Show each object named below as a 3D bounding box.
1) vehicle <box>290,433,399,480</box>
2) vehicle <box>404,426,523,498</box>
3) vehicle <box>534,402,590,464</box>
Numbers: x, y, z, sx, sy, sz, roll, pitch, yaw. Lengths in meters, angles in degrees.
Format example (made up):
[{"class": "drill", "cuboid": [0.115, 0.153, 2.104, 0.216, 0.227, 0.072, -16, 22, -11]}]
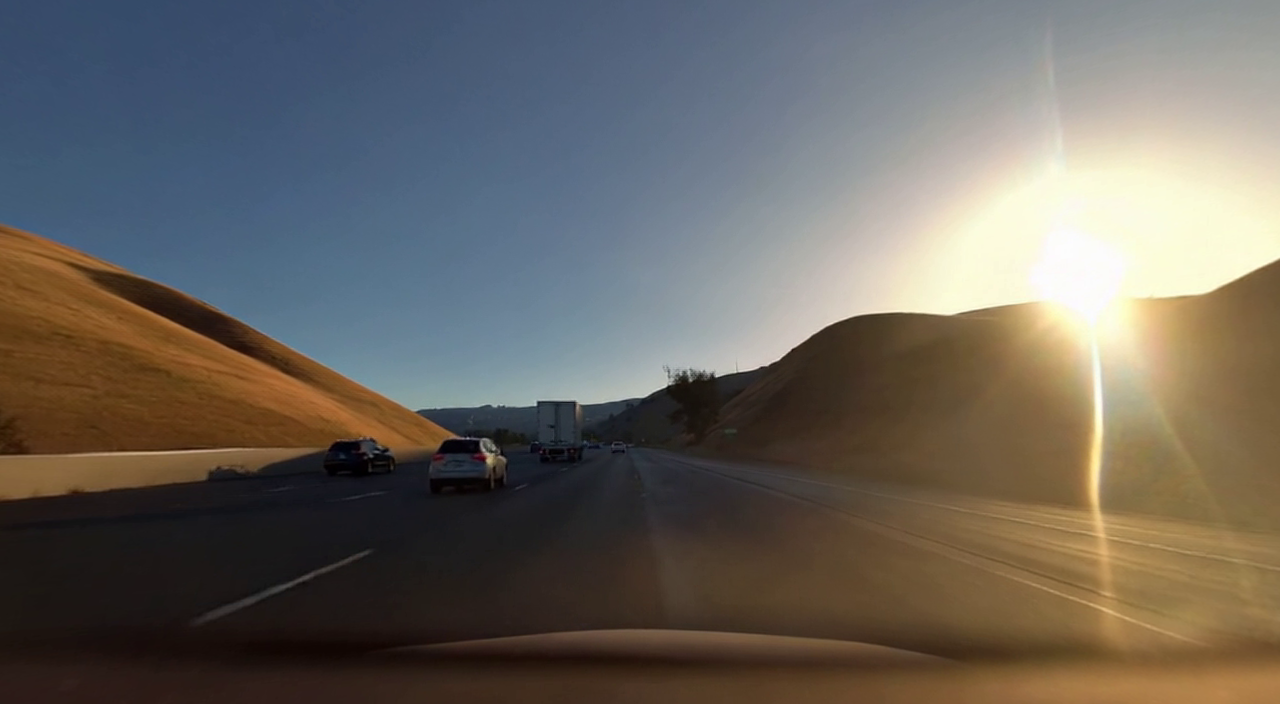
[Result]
[{"class": "vehicle", "cuboid": [-12.655, 4.500, 27.396, 2.130, 1.828, 5.523, 0, -8, -1]}, {"class": "vehicle", "cuboid": [-4.698, 2.997, 17.510, 2.099, 1.734, 4.413, 0, -8, -1]}, {"class": "vehicle", "cuboid": [-5.369, 5.939, 45.107, 2.981, 3.860, 11.022, 0, -8, -2]}]
